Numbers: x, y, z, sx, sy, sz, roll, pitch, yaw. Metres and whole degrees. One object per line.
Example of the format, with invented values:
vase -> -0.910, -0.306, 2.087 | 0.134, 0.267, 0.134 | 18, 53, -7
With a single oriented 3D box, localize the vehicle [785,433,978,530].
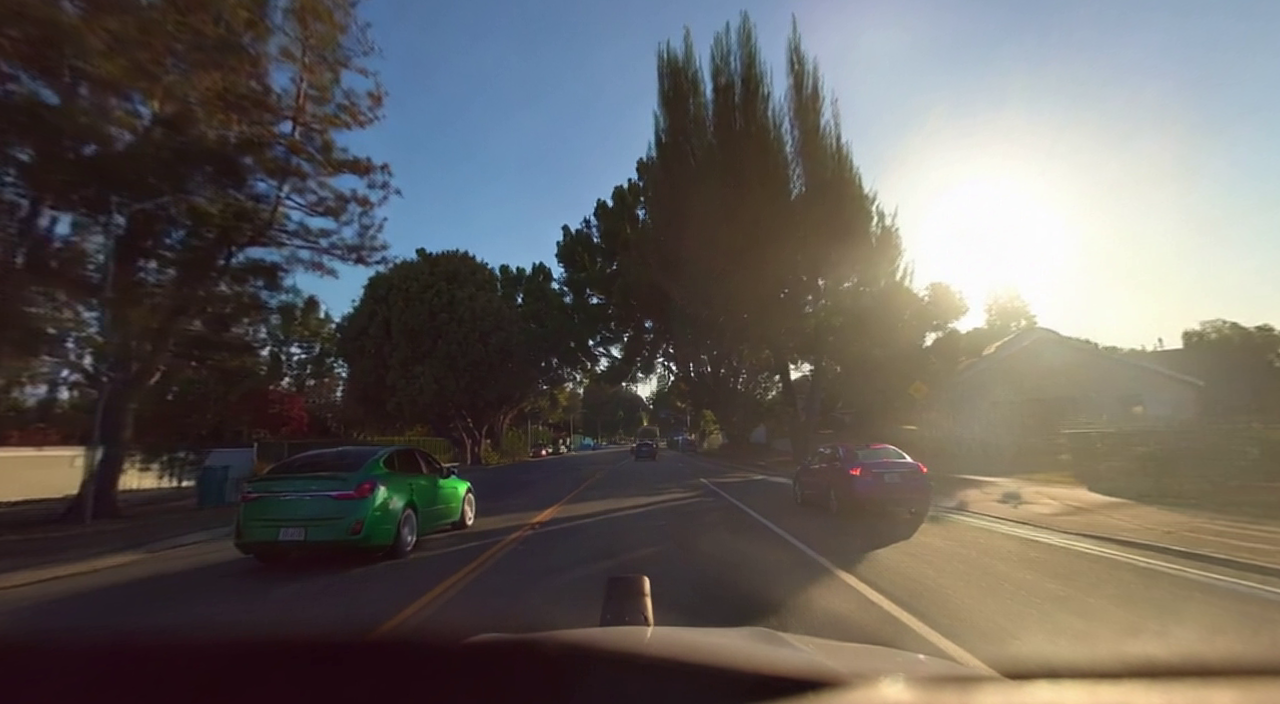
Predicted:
vehicle -> 4.294, 2.321, 12.141 | 1.943, 1.471, 4.515 | -1, -7, 0

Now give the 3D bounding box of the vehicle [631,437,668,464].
vehicle -> 0.627, 6.287, 40.510 | 2.206, 1.525, 4.695 | -1, -7, 1

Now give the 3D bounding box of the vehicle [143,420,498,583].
vehicle -> -3.643, 1.752, 8.574 | 2.162, 1.546, 4.889 | -1, -7, 2
